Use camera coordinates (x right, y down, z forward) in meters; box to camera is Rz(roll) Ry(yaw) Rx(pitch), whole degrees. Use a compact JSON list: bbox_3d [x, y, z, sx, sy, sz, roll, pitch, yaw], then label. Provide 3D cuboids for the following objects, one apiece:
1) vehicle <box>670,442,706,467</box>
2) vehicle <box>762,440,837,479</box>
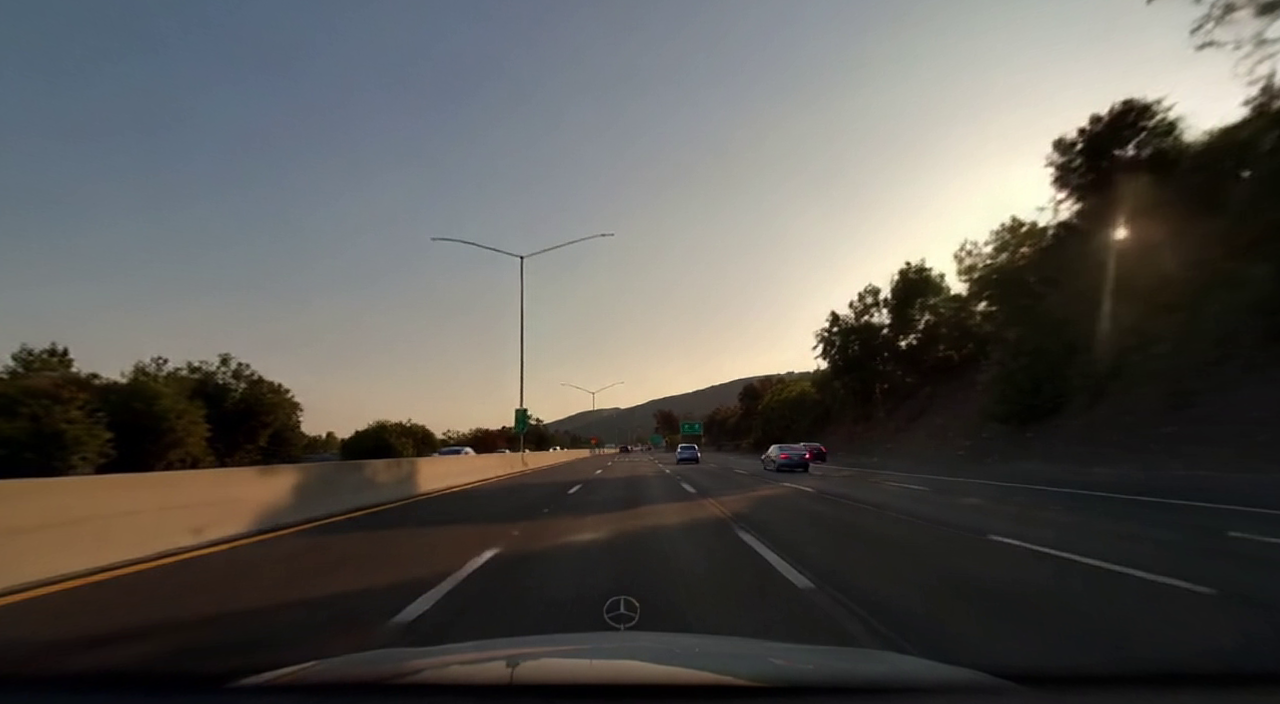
[{"bbox_3d":[3.226,6.998,43.249,2.056,1.553,4.320,0,-9,-1],"label":"vehicle"},{"bbox_3d":[6.601,4.491,26.639,2.038,1.528,3.910,0,-9,-2],"label":"vehicle"}]
